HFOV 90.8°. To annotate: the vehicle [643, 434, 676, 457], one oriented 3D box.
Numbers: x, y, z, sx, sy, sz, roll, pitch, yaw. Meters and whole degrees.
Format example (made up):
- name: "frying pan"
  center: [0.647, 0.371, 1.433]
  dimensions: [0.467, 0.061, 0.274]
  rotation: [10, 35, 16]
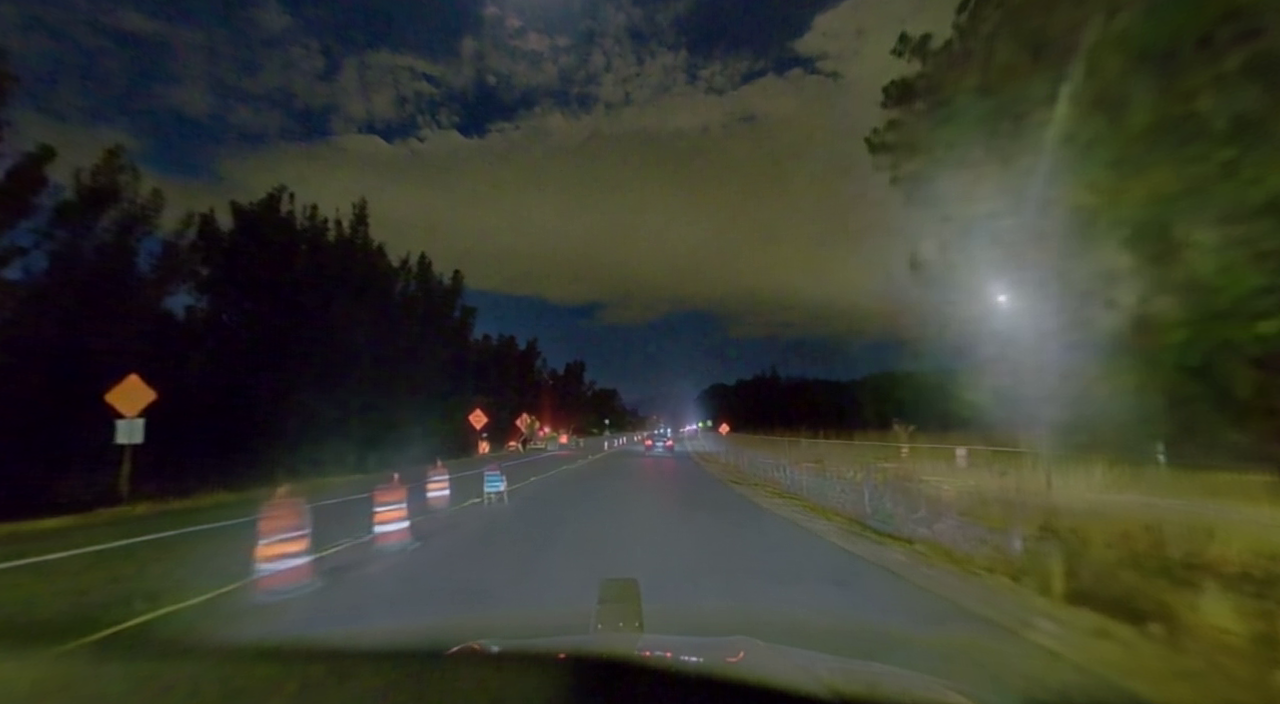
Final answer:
- name: "vehicle"
  center: [1.368, 6.450, 43.500]
  dimensions: [2.172, 1.486, 3.581]
  rotation: [-1, -9, 2]
